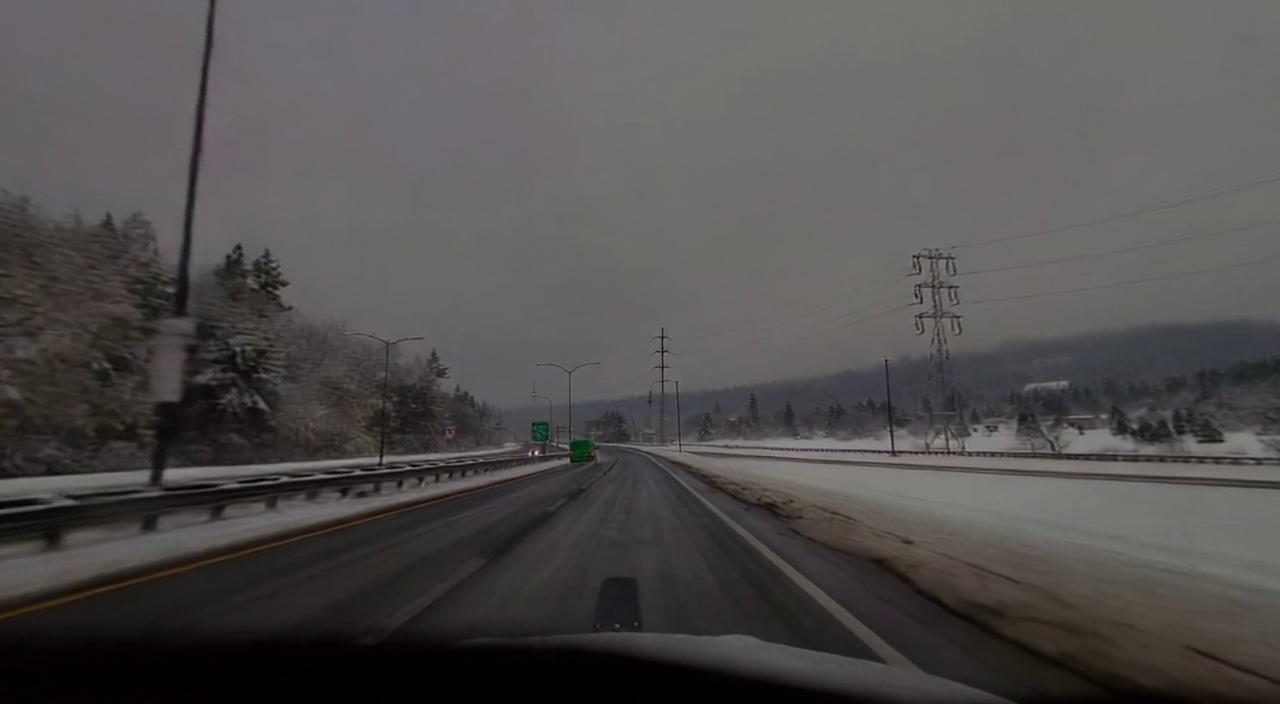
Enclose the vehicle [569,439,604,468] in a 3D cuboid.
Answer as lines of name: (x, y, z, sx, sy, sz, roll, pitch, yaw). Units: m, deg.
vehicle: (-3.896, 7.463, 46.437, 2.270, 2.023, 4.632, 0, -9, -2)
